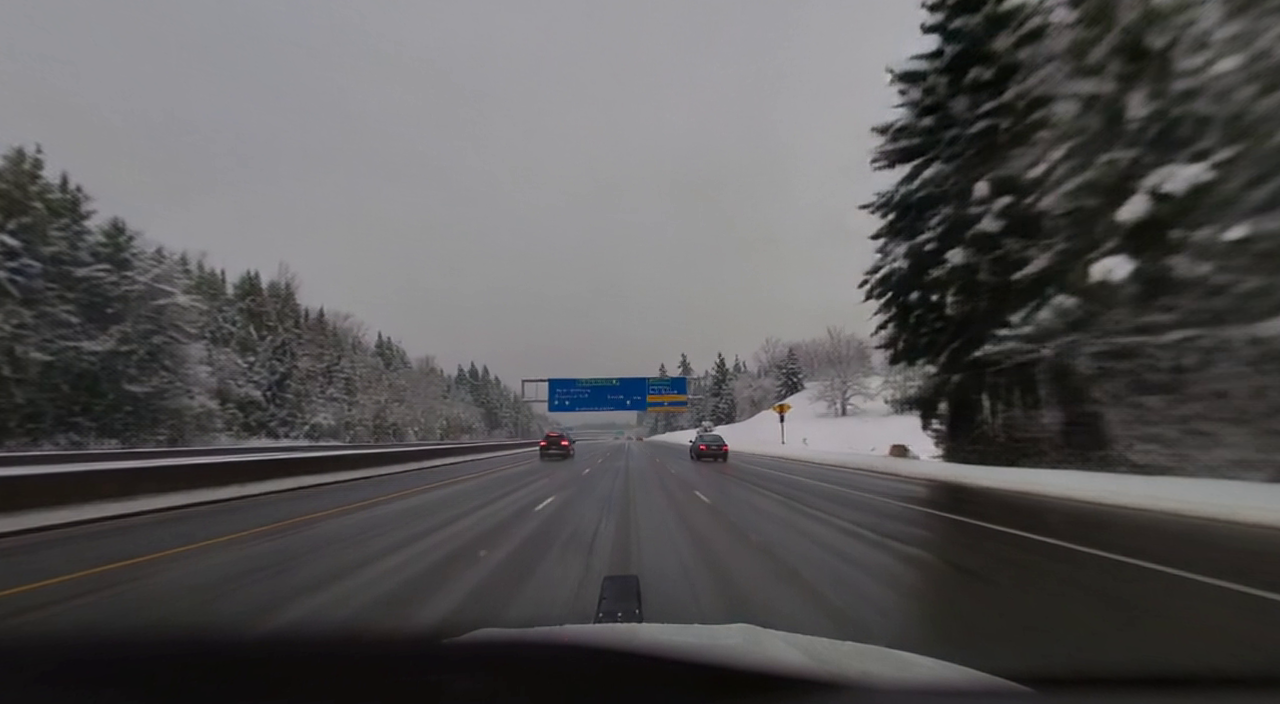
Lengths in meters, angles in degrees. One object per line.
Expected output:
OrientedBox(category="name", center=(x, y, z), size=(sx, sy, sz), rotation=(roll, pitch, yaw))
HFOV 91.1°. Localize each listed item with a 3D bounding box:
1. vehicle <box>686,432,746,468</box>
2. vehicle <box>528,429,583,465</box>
OrientedBox(category="vehicle", center=(3.413, 4.489, 29.215), size=(2.077, 1.523, 4.539), rotation=(0, -8, -2))
OrientedBox(category="vehicle", center=(-4.168, 4.731, 31.610), size=(2.219, 1.660, 4.153), rotation=(0, -8, -1))
